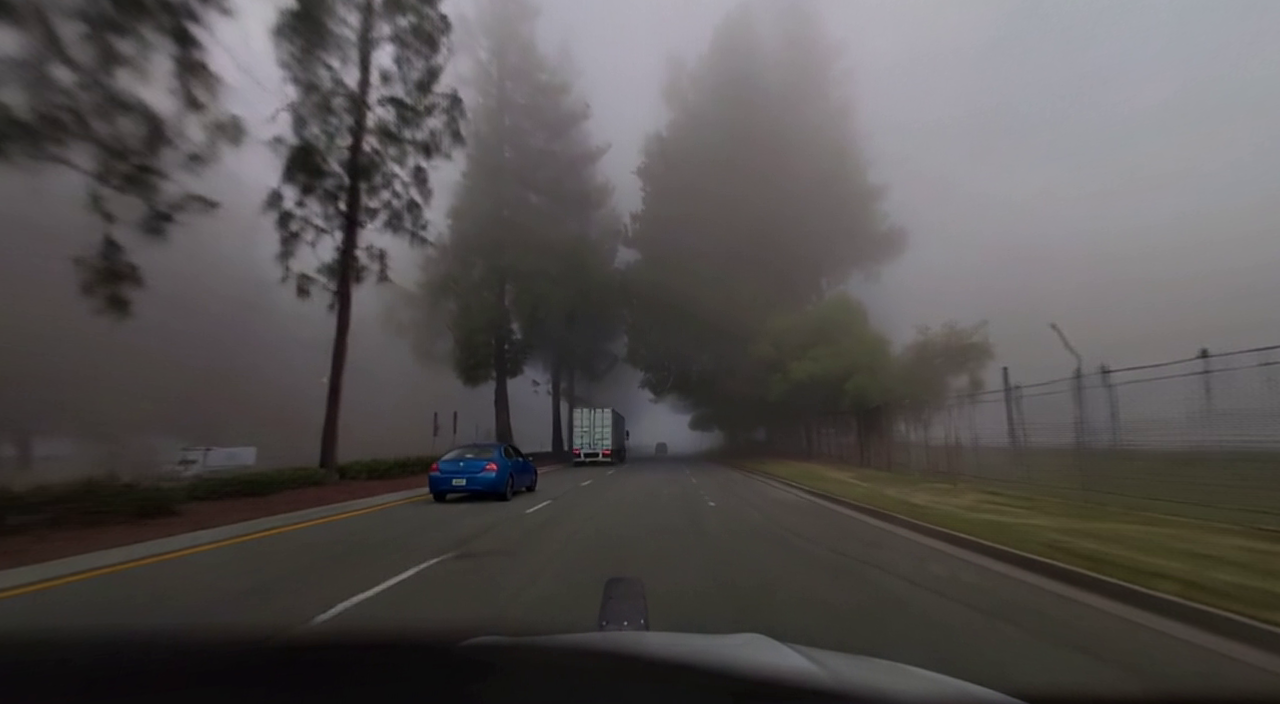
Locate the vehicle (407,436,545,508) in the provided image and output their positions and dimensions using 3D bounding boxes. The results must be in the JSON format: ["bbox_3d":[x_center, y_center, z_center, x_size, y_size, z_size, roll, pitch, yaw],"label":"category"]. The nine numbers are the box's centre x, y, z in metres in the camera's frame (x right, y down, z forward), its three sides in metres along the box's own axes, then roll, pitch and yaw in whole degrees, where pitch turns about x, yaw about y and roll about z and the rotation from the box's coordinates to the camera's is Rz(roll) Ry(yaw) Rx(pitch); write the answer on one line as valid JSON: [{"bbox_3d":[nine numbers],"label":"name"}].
[{"bbox_3d":[-3.725,2.795,15.254,2.005,1.462,4.345,0,-8,3],"label":"vehicle"}]

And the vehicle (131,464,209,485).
[{"bbox_3d":[-34.374,8.961,46.145,4.333,1.436,1.871,-1,-8,4],"label":"vehicle"}]

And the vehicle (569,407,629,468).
[{"bbox_3d":[-2.306,5.199,38.401,2.746,3.276,8.572,0,-8,2],"label":"vehicle"}]

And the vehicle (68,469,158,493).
[{"bbox_3d":[-34.029,8.316,40.764,3.992,1.467,2.092,-1,-10,4],"label":"vehicle"}]
